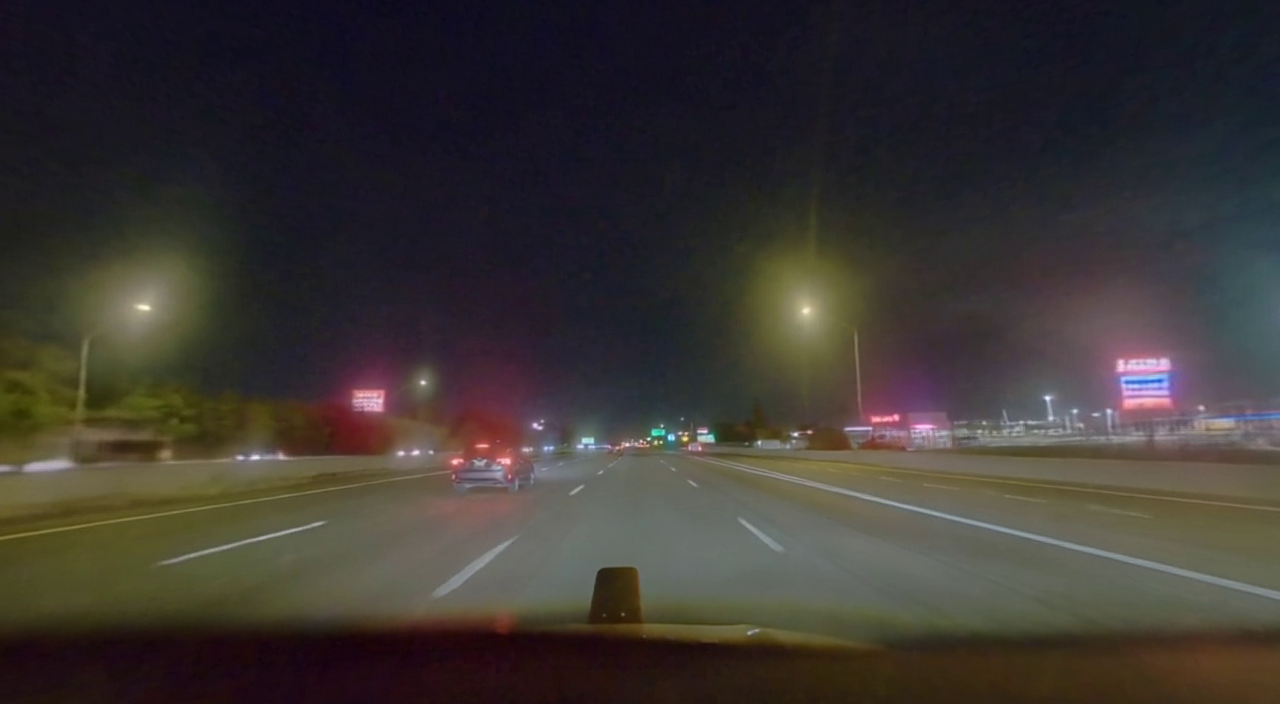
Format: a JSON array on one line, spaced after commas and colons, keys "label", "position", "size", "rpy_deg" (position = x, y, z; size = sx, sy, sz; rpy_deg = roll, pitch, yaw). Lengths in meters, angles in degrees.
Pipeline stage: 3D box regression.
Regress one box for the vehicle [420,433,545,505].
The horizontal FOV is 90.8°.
[{"label": "vehicle", "position": [-3.670, 2.786, 15.561], "size": [1.939, 1.508, 4.272], "rpy_deg": [0, -8, 0]}]
